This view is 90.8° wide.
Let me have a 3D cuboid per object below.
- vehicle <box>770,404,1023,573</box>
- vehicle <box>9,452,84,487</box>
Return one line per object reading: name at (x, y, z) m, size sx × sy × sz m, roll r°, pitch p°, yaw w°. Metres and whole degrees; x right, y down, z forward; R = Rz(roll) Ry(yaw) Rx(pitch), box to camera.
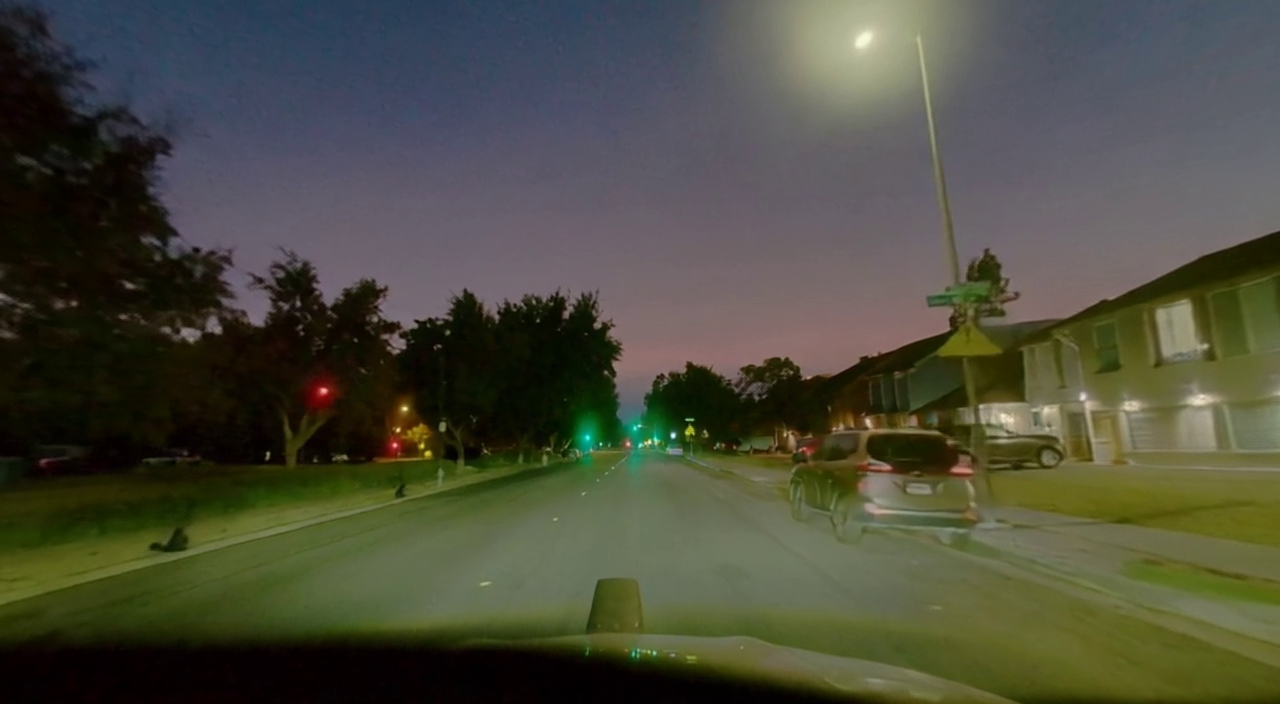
vehicle at (3.429, 1.873, 9.439) m, size 1.949 × 1.807 × 4.224 m, roll 4°, pitch -8°, yaw -1°
vehicle at (-29.110, 5.686, 30.931) m, size 4.558 × 1.495 × 1.925 m, roll -7°, pitch -10°, yaw 38°
